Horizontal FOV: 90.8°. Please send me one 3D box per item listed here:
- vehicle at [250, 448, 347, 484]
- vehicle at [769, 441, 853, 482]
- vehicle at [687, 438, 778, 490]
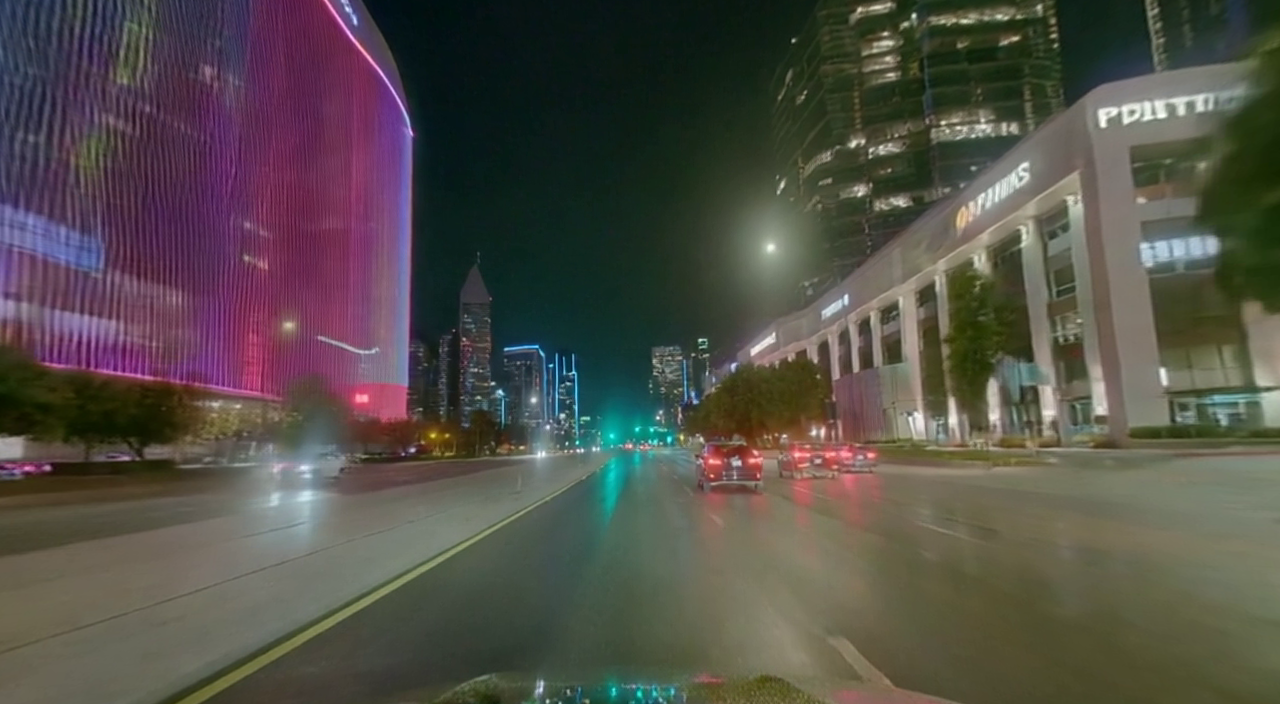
[{"bbox_3d":[-16.614,5.549,31.072,2.031,1.607,4.759,0,-9,1],"label":"vehicle"},{"bbox_3d":[6.449,4.163,24.340,1.912,1.411,4.380,0,-9,-1],"label":"vehicle"},{"bbox_3d":[2.854,3.594,20.594,2.131,1.491,4.496,0,-9,-2],"label":"vehicle"}]
